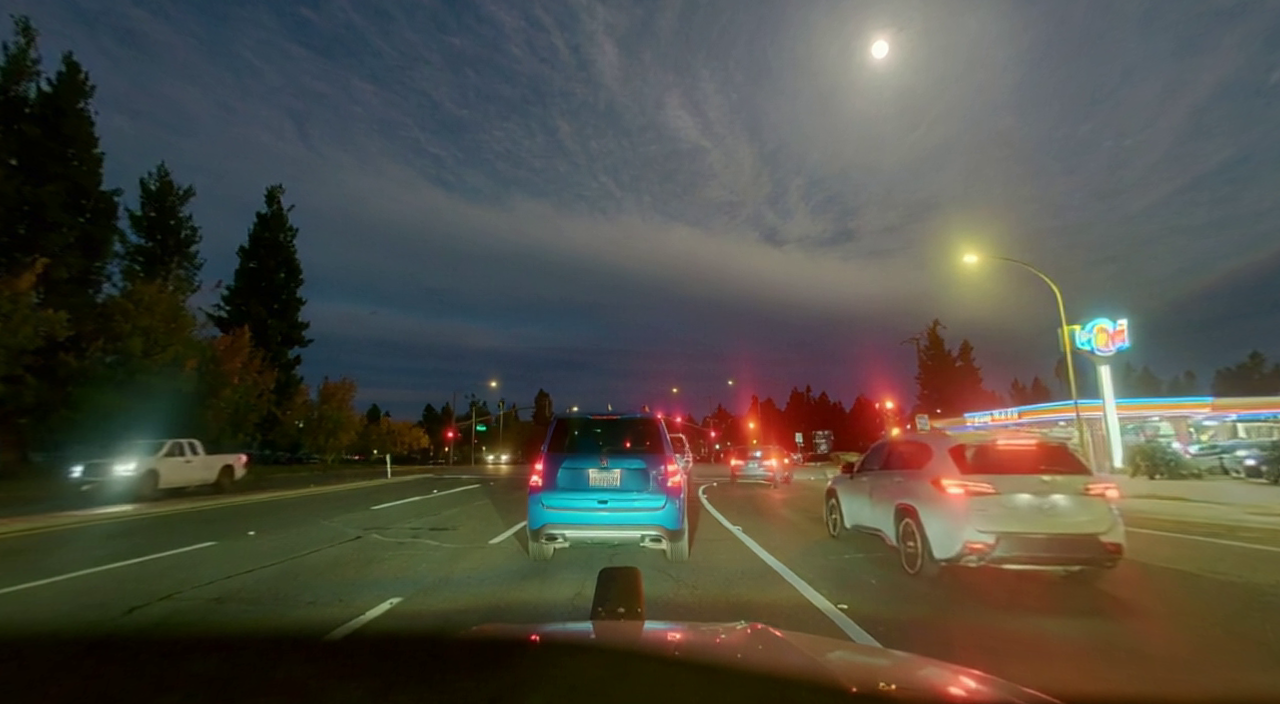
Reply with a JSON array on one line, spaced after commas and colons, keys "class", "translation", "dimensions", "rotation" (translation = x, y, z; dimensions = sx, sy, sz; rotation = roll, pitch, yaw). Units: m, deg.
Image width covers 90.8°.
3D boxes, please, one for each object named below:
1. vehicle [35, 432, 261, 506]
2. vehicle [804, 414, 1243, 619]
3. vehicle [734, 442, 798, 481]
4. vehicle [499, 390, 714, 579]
[{"class": "vehicle", "translation": [-12.765, 3.049, 16.958], "dimensions": [2.108, 1.683, 4.861], "rotation": [0, -9, 0]}, {"class": "vehicle", "translation": [3.570, 1.618, 7.303], "dimensions": [2.098, 1.555, 4.778], "rotation": [0, -9, 0]}, {"class": "vehicle", "translation": [5.223, 4.554, 26.666], "dimensions": [1.883, 1.496, 4.236], "rotation": [0, -9, 1]}, {"class": "vehicle", "translation": [-0.299, 1.644, 8.606], "dimensions": [2.096, 1.837, 4.687], "rotation": [0, -9, 1]}]
